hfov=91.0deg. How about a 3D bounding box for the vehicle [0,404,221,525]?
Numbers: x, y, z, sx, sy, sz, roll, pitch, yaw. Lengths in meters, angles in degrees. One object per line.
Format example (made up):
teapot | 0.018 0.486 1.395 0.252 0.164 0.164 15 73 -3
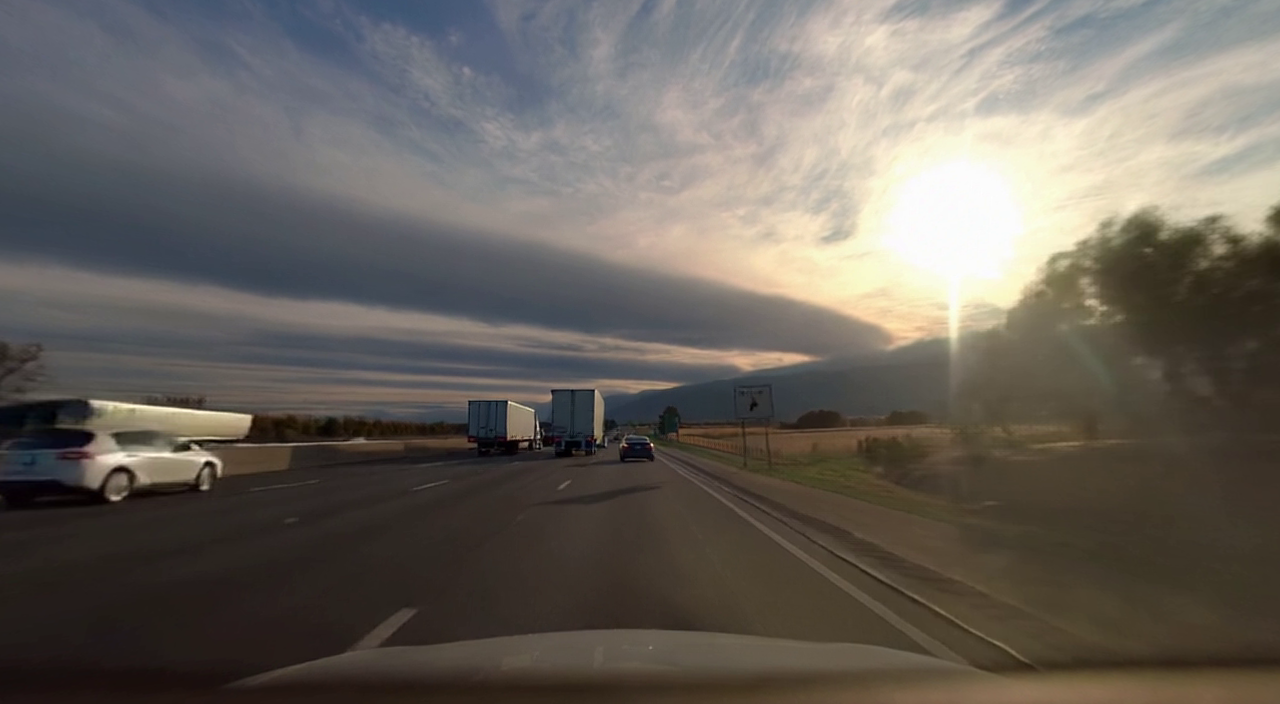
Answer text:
vehicle | -10.751 2.056 12.092 2.153 1.841 4.790 0 -8 -1

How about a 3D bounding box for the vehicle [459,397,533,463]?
vehicle | -8.029 4.510 36.076 2.728 3.405 7.096 0 -8 -2

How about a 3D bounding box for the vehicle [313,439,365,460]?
vehicle | -23.681 7.661 49.665 1.962 1.548 4.510 0 -8 -1

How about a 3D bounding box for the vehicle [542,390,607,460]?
vehicle | -4.233 5.407 45.267 3.475 4.037 17.454 0 -8 -2

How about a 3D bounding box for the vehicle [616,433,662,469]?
vehicle | -0.104 4.362 28.015 1.891 1.477 3.599 0 -8 -2
